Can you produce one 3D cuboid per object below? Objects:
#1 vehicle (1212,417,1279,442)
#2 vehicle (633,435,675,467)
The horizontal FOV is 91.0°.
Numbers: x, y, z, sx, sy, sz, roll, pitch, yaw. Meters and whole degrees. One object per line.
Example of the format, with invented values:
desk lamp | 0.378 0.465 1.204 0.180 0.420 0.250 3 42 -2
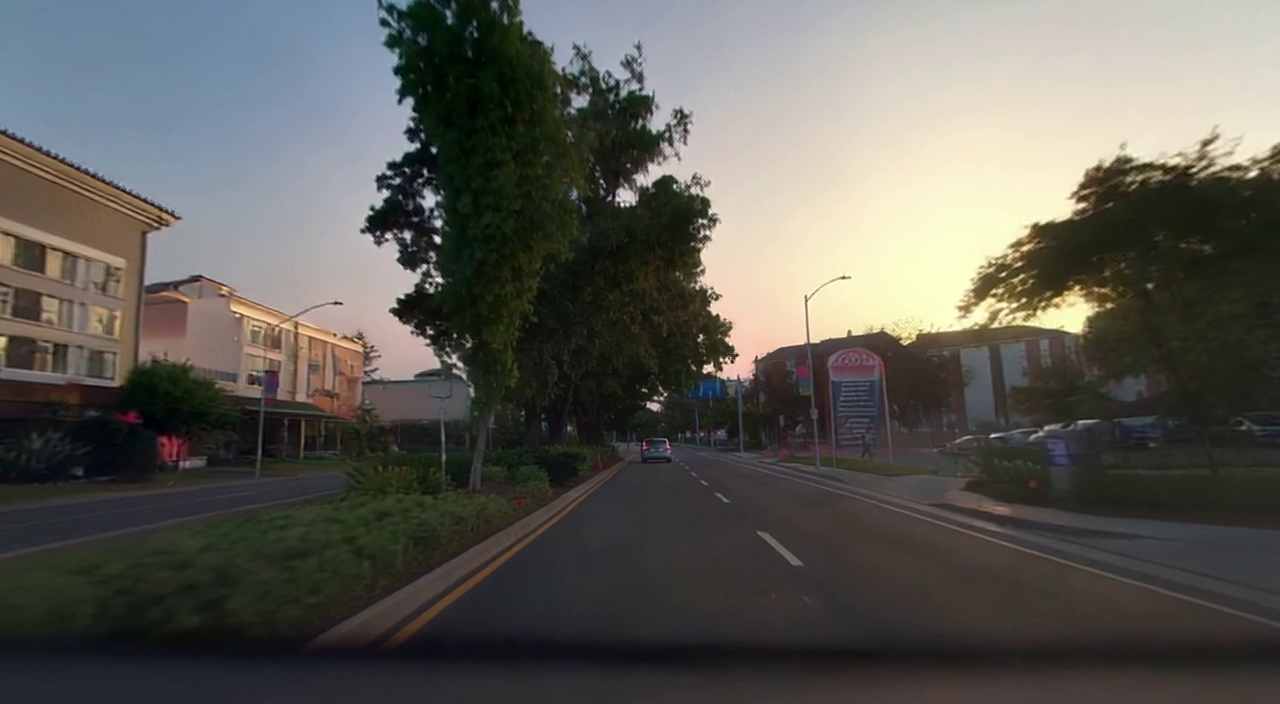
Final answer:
vehicle | 37.526 4.642 37.637 4.637 1.477 1.823 -1 -8 2
vehicle | 0.866 5.657 36.196 2.235 1.719 4.292 0 -8 3
